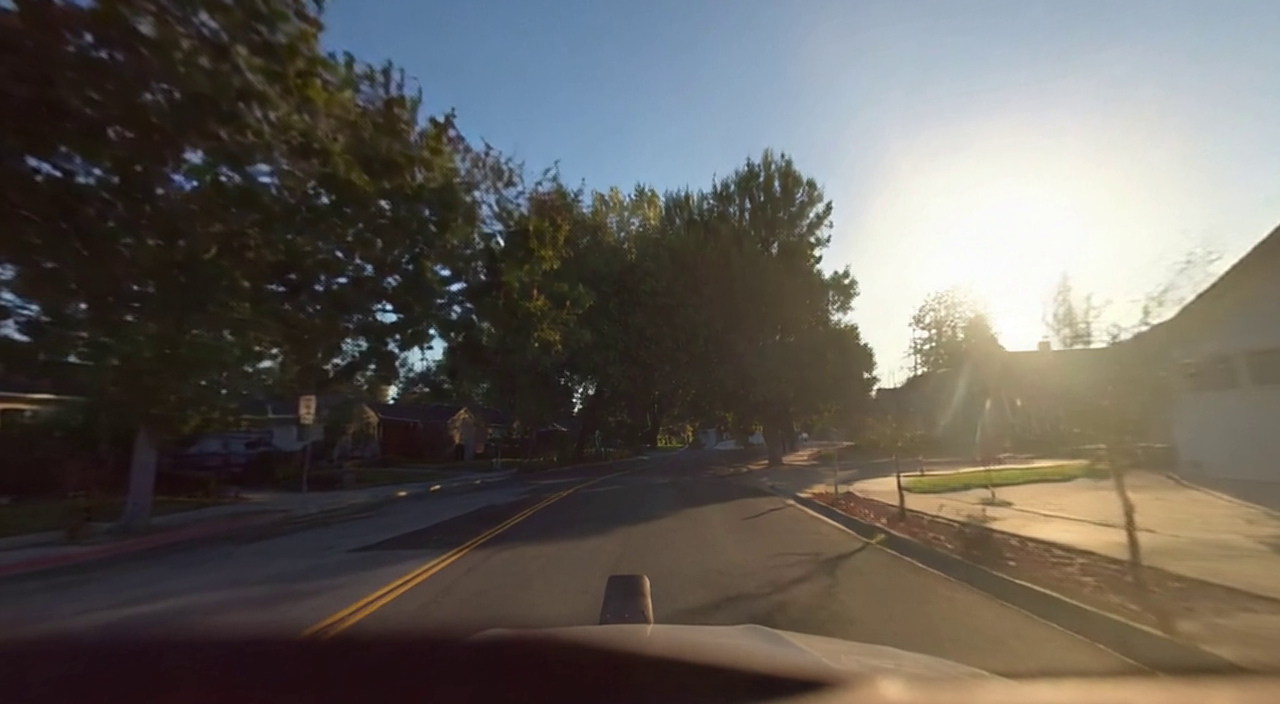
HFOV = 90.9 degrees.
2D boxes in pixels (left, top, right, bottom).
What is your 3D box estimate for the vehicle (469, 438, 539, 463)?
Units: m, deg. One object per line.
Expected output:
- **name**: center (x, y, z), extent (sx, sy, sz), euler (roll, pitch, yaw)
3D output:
- **vehicle**: center (-9.232, 6.715, 42.978), extent (4.485, 1.663, 2.111), euler (2, -9, -12)
